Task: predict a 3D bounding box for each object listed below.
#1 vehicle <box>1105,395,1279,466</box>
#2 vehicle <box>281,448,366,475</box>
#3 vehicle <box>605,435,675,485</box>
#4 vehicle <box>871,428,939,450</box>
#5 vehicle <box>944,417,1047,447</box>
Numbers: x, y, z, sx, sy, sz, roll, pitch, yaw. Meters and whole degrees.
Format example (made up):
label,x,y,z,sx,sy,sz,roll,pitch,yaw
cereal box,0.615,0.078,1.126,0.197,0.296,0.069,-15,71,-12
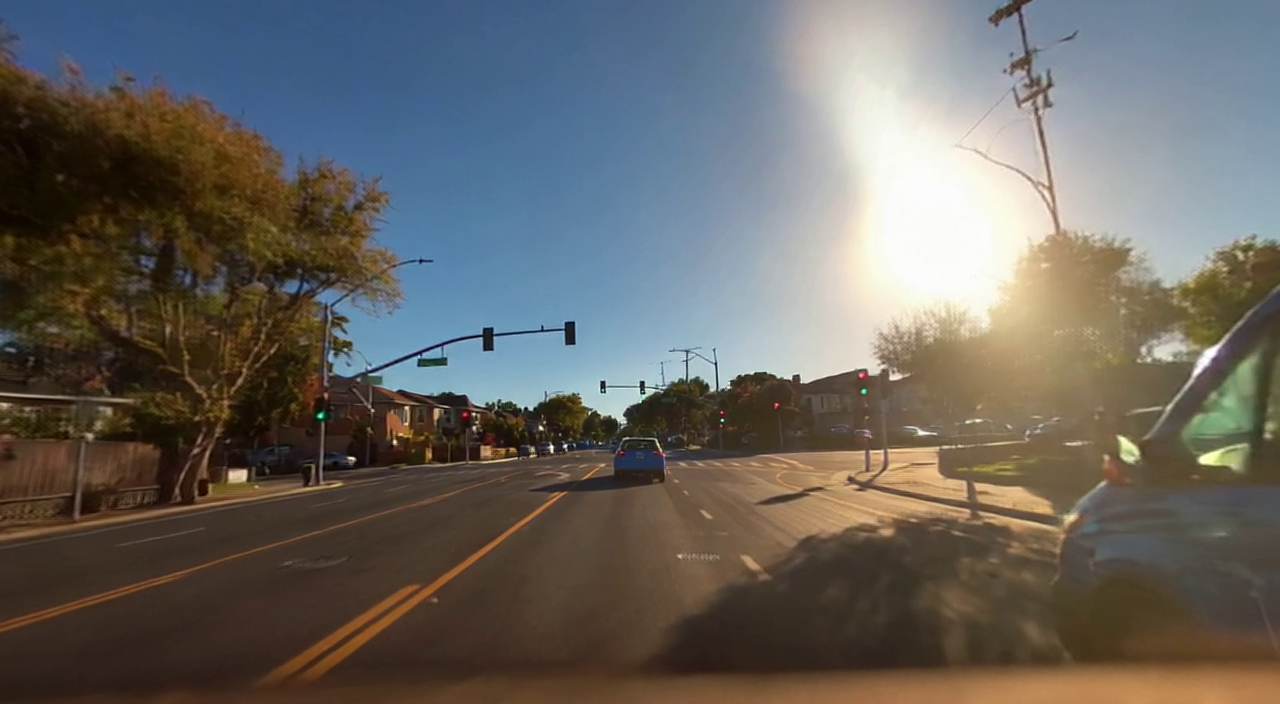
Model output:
label,x,y,z,sx,sy,sz,roll,pitch,yaw
vehicle,16.453,2.249,17.904,4.735,1.882,2.087,-1,-9,2
vehicle,-20.963,7.284,41.986,4.588,1.703,1.879,-1,-9,1
vehicle,-0.009,3.517,20.822,2.104,1.462,3.991,0,-9,0
vehicle,18.805,6.219,44.945,3.949,1.505,1.766,-1,-9,1
vehicle,25.440,5.743,45.320,6.041,1.900,2.349,-1,-9,-6
